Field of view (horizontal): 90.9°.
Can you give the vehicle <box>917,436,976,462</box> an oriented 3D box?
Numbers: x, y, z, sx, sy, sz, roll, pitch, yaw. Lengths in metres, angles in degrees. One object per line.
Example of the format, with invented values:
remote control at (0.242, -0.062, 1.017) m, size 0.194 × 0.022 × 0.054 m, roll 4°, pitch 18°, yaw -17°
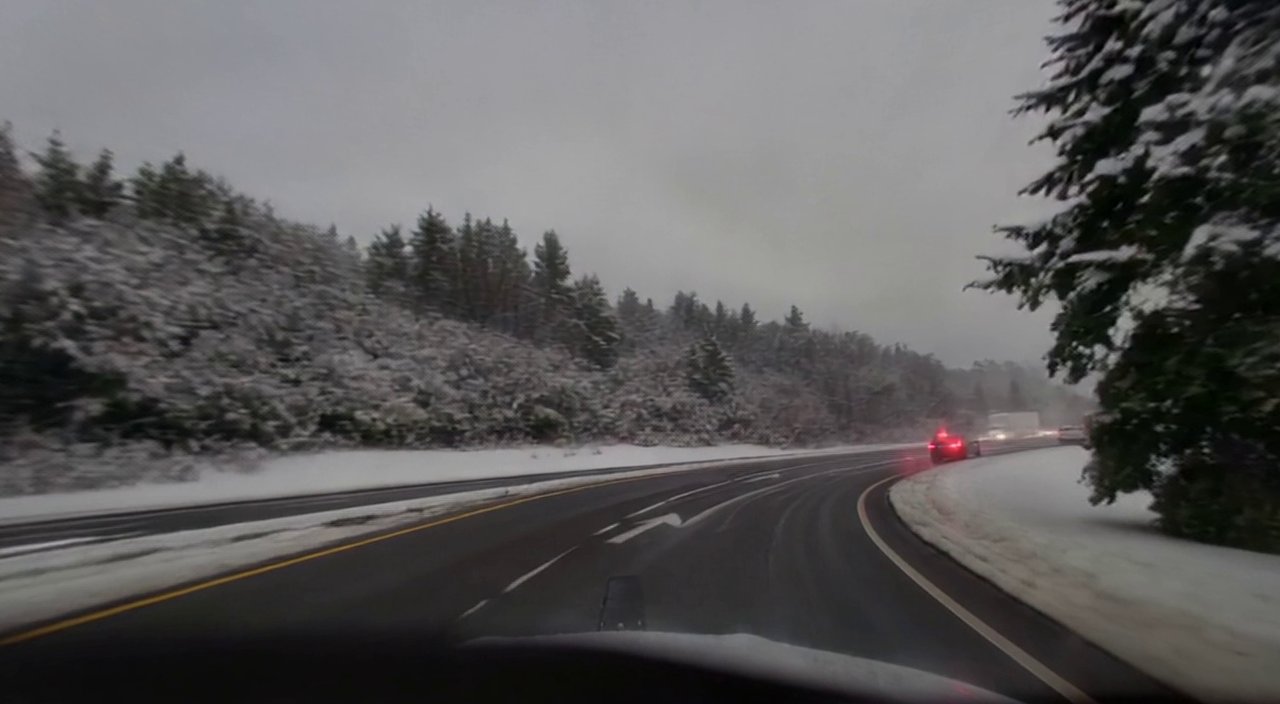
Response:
vehicle at (17.769, 5.615, 36.440) m, size 3.645 × 1.427 × 1.807 m, roll 8°, pitch -12°, yaw -43°
